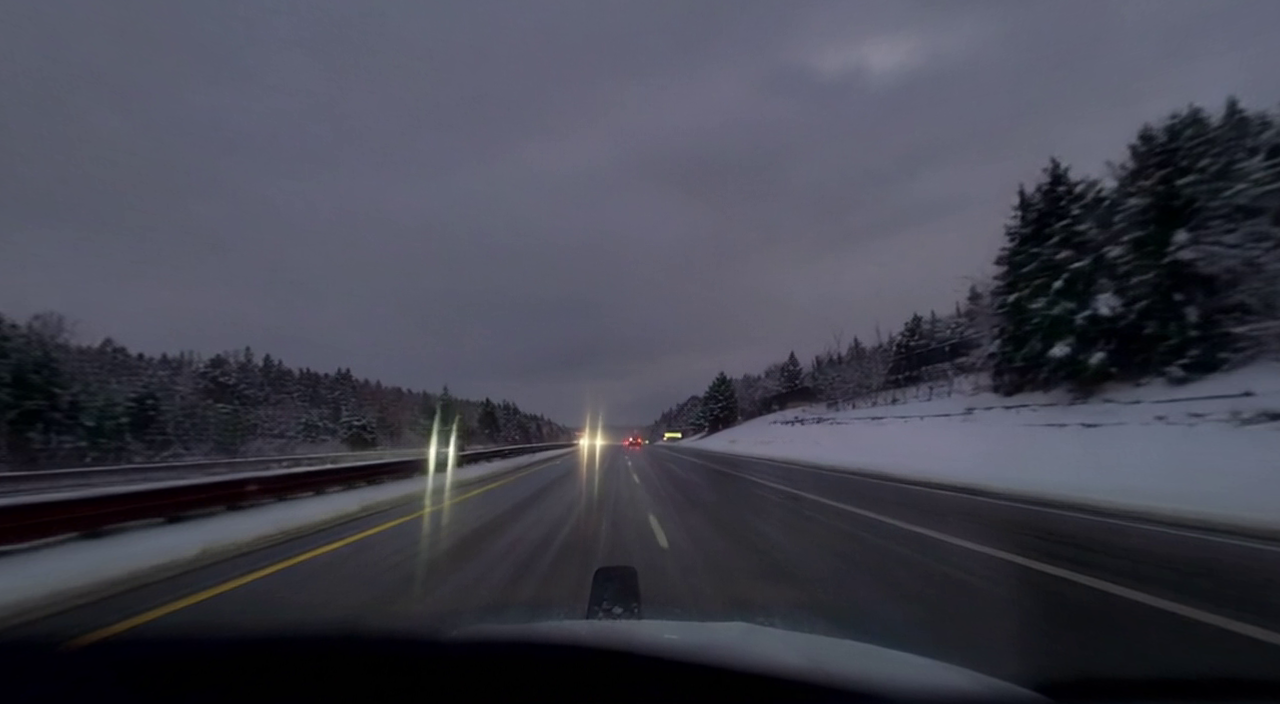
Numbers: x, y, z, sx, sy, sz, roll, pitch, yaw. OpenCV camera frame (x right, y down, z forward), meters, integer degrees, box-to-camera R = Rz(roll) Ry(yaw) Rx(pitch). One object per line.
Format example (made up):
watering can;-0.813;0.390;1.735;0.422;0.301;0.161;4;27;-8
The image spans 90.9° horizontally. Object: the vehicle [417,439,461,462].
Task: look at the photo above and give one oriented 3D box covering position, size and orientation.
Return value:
vehicle;-15.233;7.474;48.116;2.023;1.584;4.514;0;-8;-2
